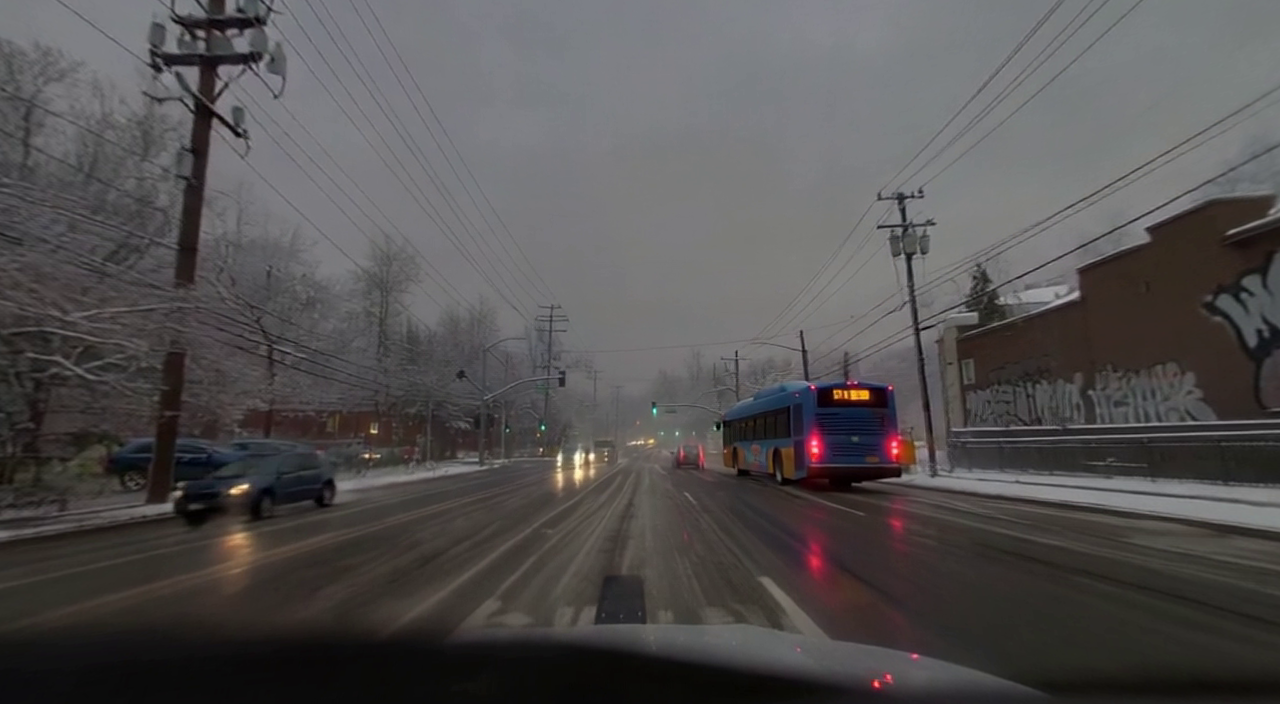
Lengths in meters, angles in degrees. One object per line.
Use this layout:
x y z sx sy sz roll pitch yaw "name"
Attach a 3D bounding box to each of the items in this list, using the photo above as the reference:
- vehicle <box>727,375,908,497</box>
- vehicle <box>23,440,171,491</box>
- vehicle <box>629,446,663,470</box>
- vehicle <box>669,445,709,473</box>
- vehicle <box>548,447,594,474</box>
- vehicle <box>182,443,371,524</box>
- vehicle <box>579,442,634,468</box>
5.882 3.261 24.237 3.045 3.447 12.604 0 -8 -1 "vehicle"
-23.418 4.883 27.392 4.497 2.023 2.073 -1 -7 1 "vehicle"
0.341 6.950 41.789 2.016 1.464 4.089 0 -8 -3 "vehicle"
2.807 6.196 36.915 1.961 1.470 4.196 0 -8 0 "vehicle"
-4.037 6.419 37.587 1.915 1.452 4.654 -1 -8 4 "vehicle"
-8.645 3.106 15.616 2.017 1.659 4.405 0 -8 0 "vehicle"
-2.482 7.751 47.732 2.076 1.815 4.464 -5 -9 29 "vehicle"
